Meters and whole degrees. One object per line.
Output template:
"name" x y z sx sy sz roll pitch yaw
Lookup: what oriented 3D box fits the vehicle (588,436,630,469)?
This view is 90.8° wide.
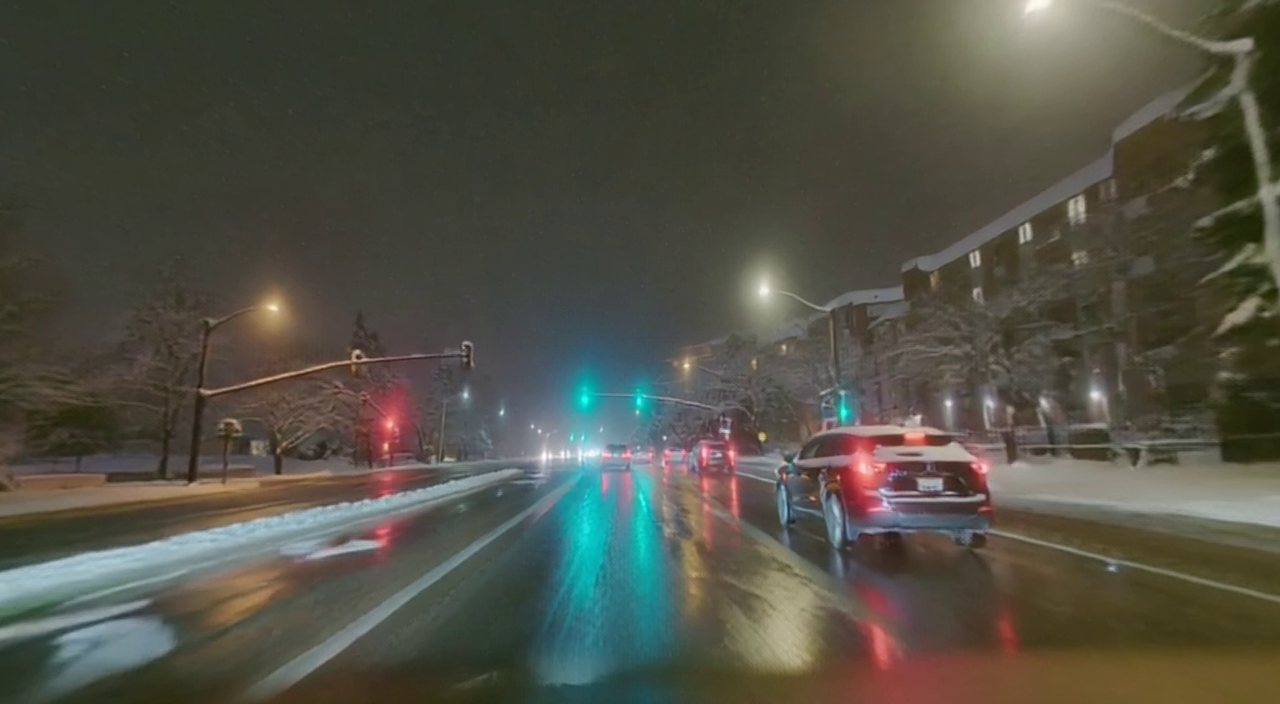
"vehicle" -1.680 5.431 34.251 2.101 1.641 4.341 1 -8 -2

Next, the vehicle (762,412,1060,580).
"vehicle" 3.197 1.798 8.759 1.893 1.664 4.670 1 -8 -2

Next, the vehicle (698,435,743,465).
"vehicle" 5.373 6.666 43.069 2.052 1.886 5.297 1 -8 -4
